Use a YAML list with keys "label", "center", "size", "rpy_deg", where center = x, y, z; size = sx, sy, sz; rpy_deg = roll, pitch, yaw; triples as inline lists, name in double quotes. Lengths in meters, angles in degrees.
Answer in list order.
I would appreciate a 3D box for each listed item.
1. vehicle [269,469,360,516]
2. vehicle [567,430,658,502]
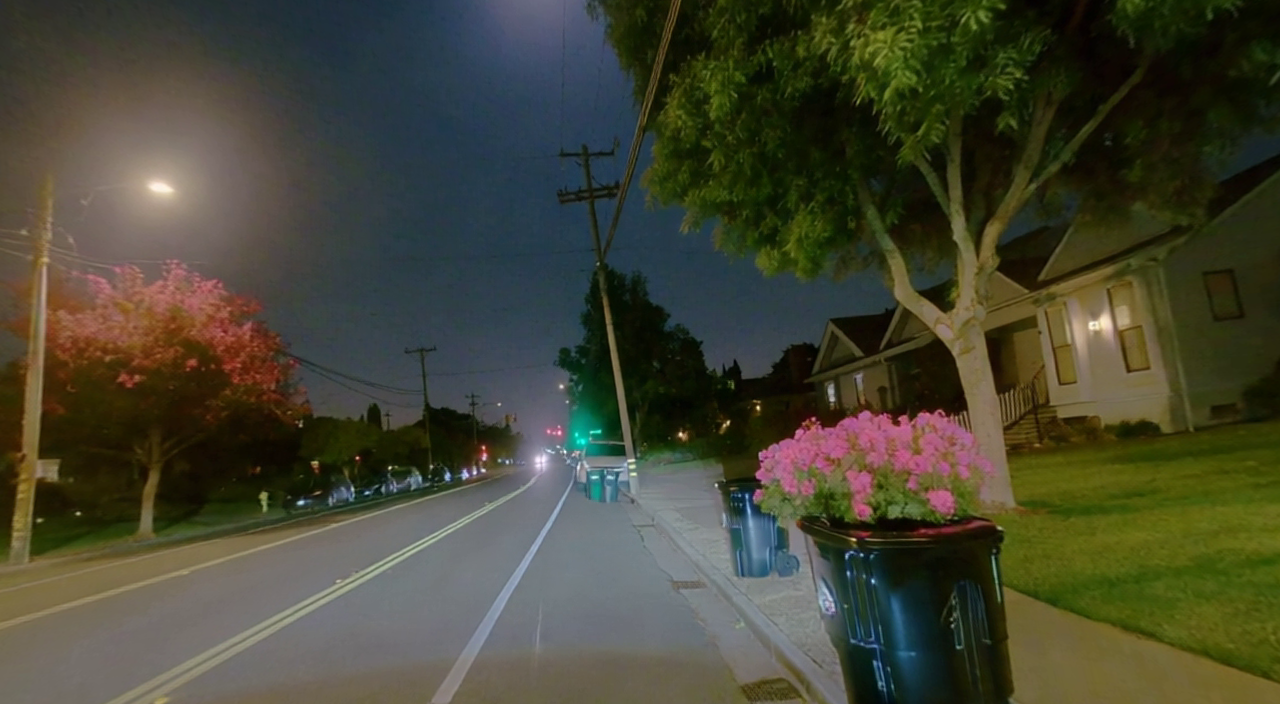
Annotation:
- label: "vehicle"
  center: [-13.760, 5.913, 26.978]
  size: [1.982, 1.660, 4.142]
  rpy_deg: [1, -8, -6]
- label: "vehicle"
  center: [-0.823, 3.064, 17.387]
  size: [2.190, 1.708, 4.115]
  rpy_deg: [0, -8, -4]
